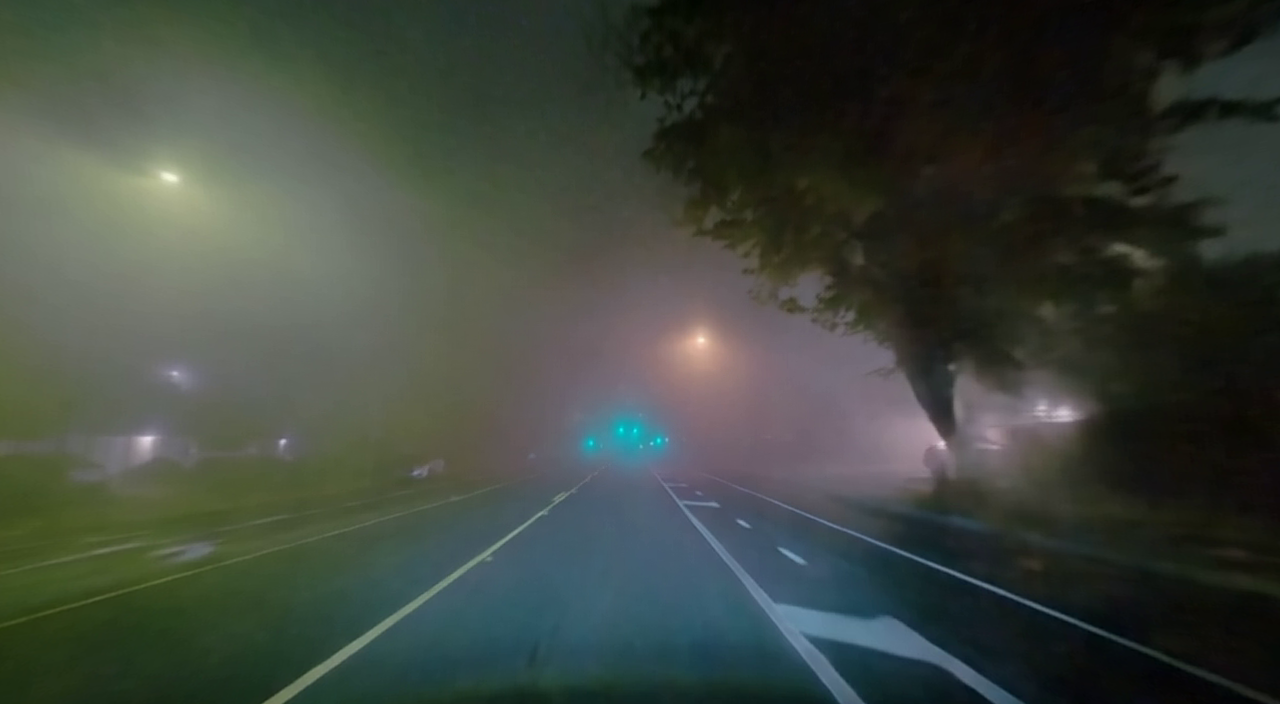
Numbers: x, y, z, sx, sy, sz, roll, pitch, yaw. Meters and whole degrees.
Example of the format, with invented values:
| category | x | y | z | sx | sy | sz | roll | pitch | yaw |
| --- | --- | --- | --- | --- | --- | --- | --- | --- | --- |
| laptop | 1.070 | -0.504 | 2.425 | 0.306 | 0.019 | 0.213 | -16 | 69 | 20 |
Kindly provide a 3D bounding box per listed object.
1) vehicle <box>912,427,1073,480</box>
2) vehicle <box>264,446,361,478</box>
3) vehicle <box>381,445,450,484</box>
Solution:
| category | x | y | z | sx | sy | sz | roll | pitch | yaw |
| --- | --- | --- | --- | --- | --- | --- | --- | --- | --- |
| vehicle | 12.020 | 3.490 | 21.813 | 4.194 | 1.680 | 2.150 | -1 | -8 | 1 |
| vehicle | -19.579 | 6.580 | 37.950 | 4.668 | 1.824 | 1.999 | 0 | -9 | -1 |
| vehicle | -11.975 | 6.041 | 34.066 | 2.062 | 1.821 | 4.880 | -3 | -10 | -1 |
